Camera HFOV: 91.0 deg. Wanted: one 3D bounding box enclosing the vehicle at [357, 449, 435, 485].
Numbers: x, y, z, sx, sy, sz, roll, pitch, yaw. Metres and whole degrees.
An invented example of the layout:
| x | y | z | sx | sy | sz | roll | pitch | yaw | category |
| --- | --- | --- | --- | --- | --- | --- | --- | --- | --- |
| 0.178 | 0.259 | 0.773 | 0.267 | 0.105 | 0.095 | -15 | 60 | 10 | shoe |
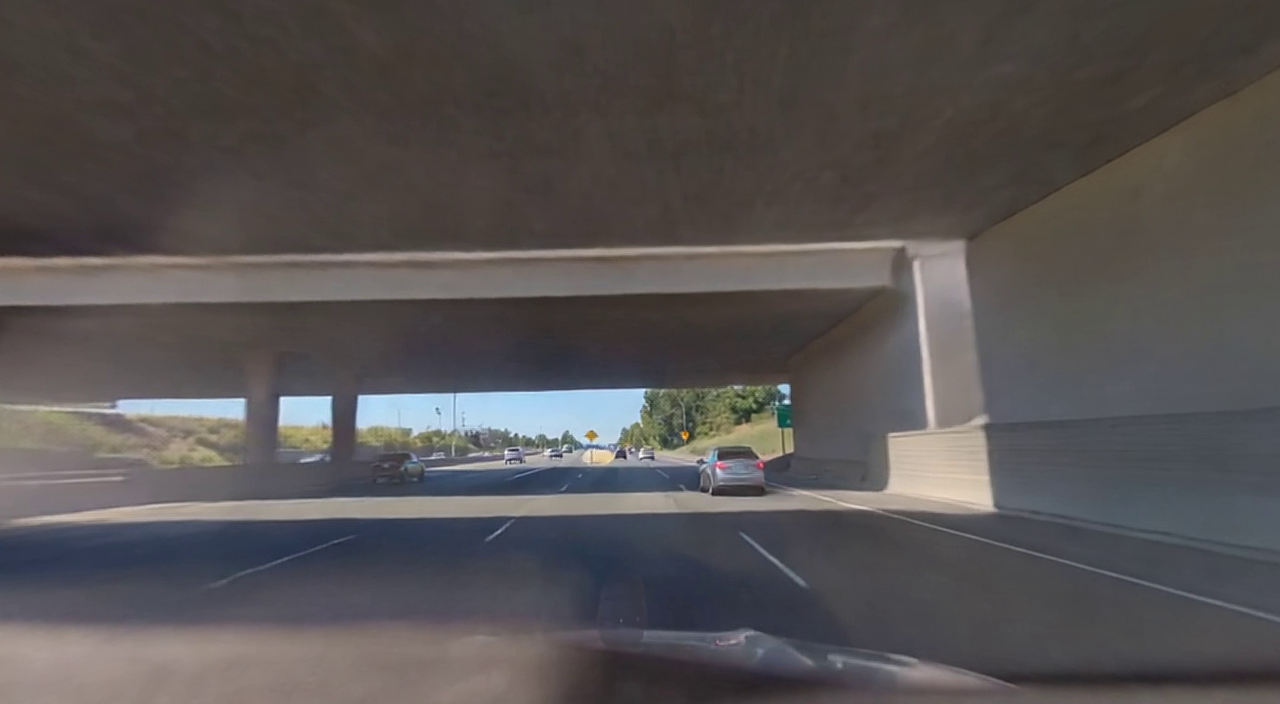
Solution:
| x | y | z | sx | sy | sz | roll | pitch | yaw | category |
| --- | --- | --- | --- | --- | --- | --- | --- | --- | --- |
| -11.602 | 5.482 | 30.313 | 2.072 | 1.545 | 4.687 | 0 | -9 | -3 | vehicle |

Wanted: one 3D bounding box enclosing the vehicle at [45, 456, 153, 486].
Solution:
| x | y | z | sx | sy | sz | roll | pitch | yaw | category |
| --- | --- | --- | --- | --- | --- | --- | --- | --- | --- |
| -36.699 | 8.041 | 43.011 | 2.232 | 1.786 | 5.996 | 0 | -9 | -3 | vehicle |

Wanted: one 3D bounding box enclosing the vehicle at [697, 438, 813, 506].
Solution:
| x | y | z | sx | sy | sz | roll | pitch | yaw | category |
| --- | --- | --- | --- | --- | --- | --- | --- | --- | --- |
| 2.837 | 3.088 | 16.668 | 2.079 | 1.535 | 4.316 | 0 | -9 | -2 | vehicle |
